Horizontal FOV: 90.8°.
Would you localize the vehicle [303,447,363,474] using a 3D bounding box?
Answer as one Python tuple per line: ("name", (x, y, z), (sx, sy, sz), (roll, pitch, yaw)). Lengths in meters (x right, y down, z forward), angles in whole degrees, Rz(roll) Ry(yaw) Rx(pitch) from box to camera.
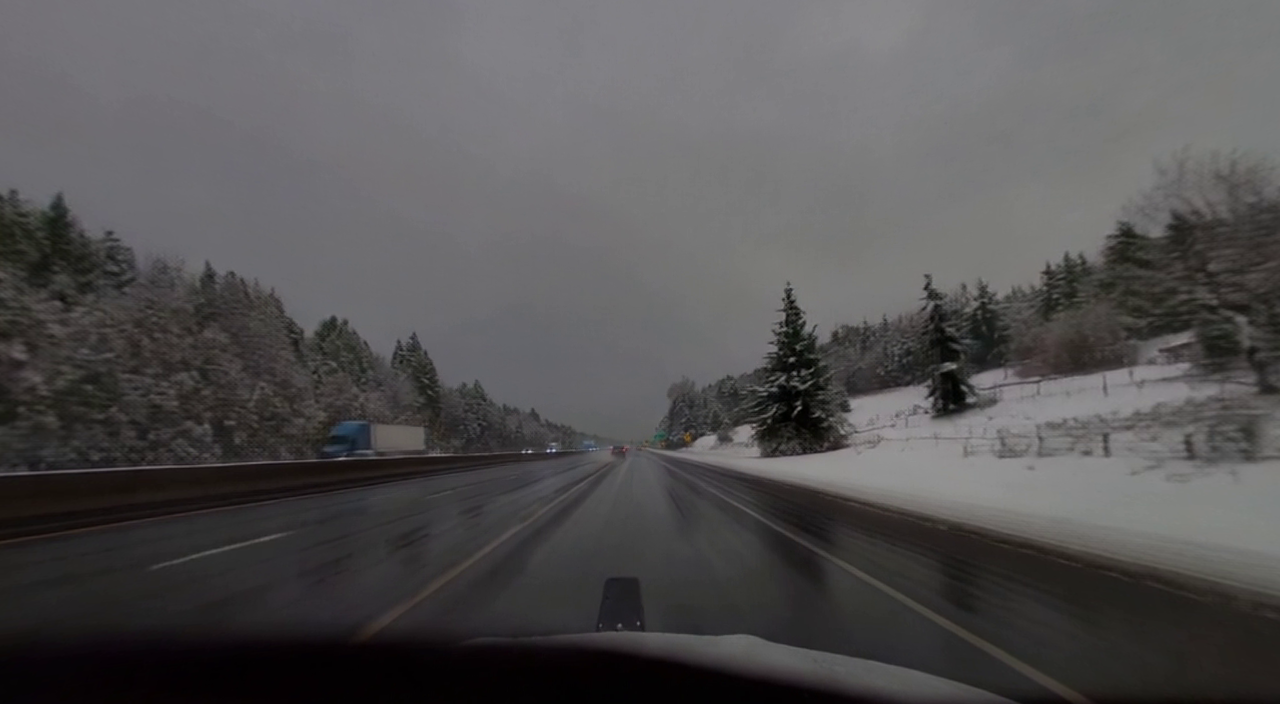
("vehicle", (-20.807, 7.330, 42.930), (1.939, 1.688, 4.267), (0, -9, -1))
